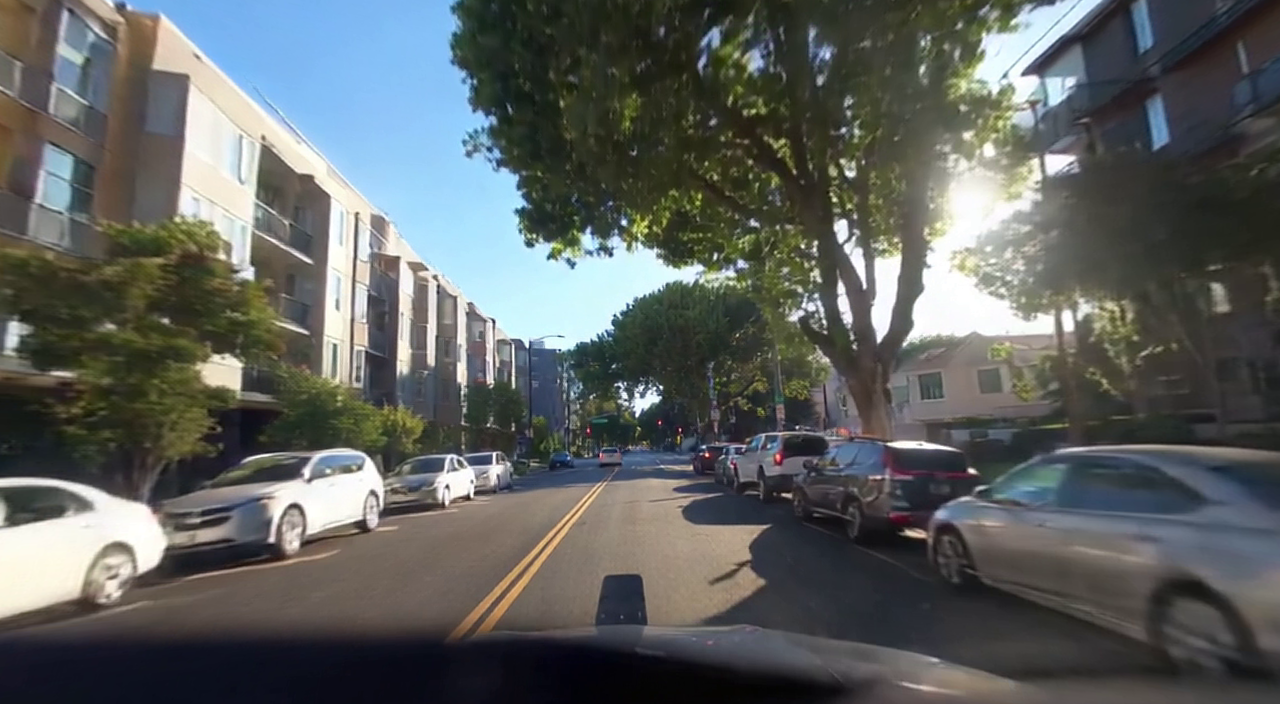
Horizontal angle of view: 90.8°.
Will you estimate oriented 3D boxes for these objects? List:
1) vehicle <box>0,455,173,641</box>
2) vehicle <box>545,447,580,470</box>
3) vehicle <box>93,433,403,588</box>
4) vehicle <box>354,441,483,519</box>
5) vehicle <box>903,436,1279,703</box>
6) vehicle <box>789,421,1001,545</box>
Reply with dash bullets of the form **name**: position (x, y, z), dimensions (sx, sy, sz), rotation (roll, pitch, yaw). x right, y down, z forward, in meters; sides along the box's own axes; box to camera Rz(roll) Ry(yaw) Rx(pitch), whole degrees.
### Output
- **vehicle**: position (-6.041, 1.643, 4.805), dimensions (1.765, 1.426, 4.349), rotation (-6, -8, -1)
- **vehicle**: position (-5.773, 7.983, 47.505), dimensions (1.947, 1.473, 4.397), rotation (-4, -8, 1)
- **vehicle**: position (-5.969, 2.386, 10.494), dimensions (2.077, 1.756, 4.665), rotation (-7, -9, 1)
- **vehicle**: position (-5.870, 3.380, 17.307), dimensions (1.929, 1.681, 4.216), rotation (-6, -8, 0)
- **vehicle**: position (3.816, 1.354, 4.680), dimensions (1.696, 1.416, 4.585), rotation (0, -8, -1)
- **vehicle**: position (3.992, 2.098, 10.803), dimensions (1.782, 1.669, 4.226), rotation (0, -8, -1)
